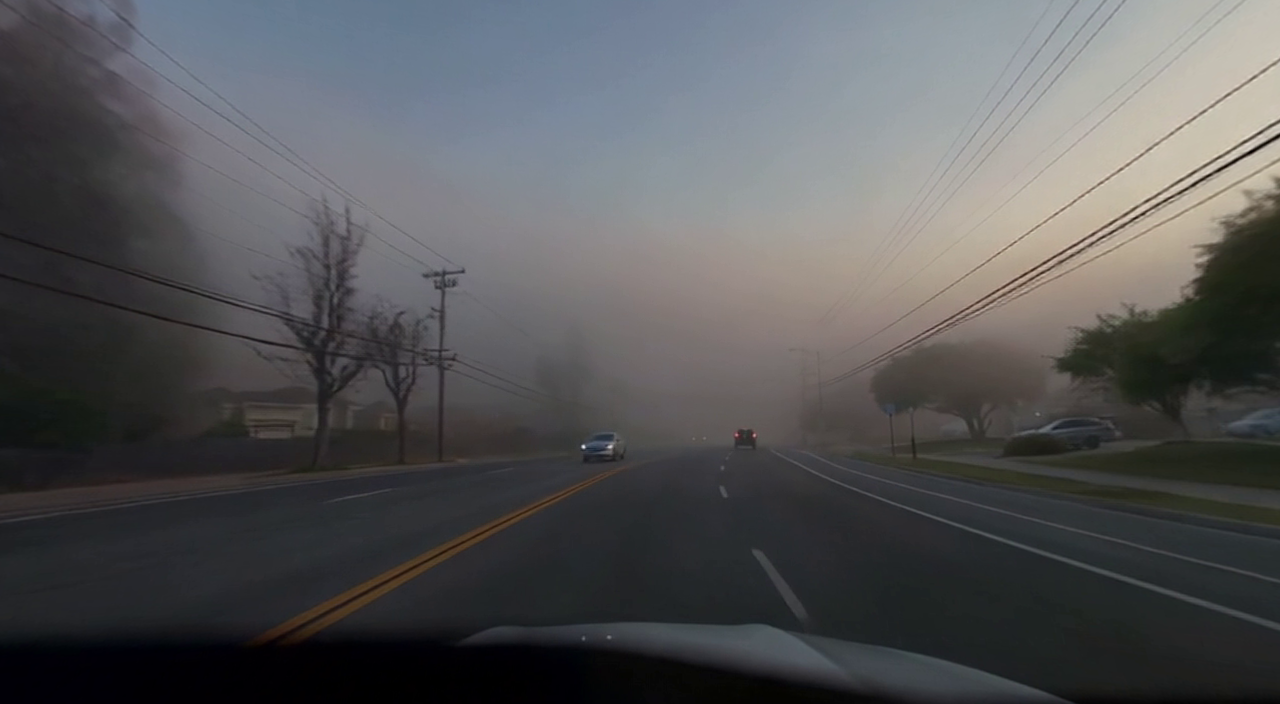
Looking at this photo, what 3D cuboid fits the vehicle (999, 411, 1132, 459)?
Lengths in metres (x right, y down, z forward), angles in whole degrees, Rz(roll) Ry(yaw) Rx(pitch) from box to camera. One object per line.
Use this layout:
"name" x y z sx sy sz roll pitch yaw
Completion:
"vehicle" 19.251 3.835 28.768 4.687 1.805 2.130 -9 -11 32

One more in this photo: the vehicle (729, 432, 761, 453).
"vehicle" 7.884 6.840 47.520 1.982 1.451 4.152 -1 -8 5

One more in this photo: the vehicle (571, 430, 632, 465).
"vehicle" -1.703 4.495 29.718 1.974 1.479 4.392 -2 -9 9
